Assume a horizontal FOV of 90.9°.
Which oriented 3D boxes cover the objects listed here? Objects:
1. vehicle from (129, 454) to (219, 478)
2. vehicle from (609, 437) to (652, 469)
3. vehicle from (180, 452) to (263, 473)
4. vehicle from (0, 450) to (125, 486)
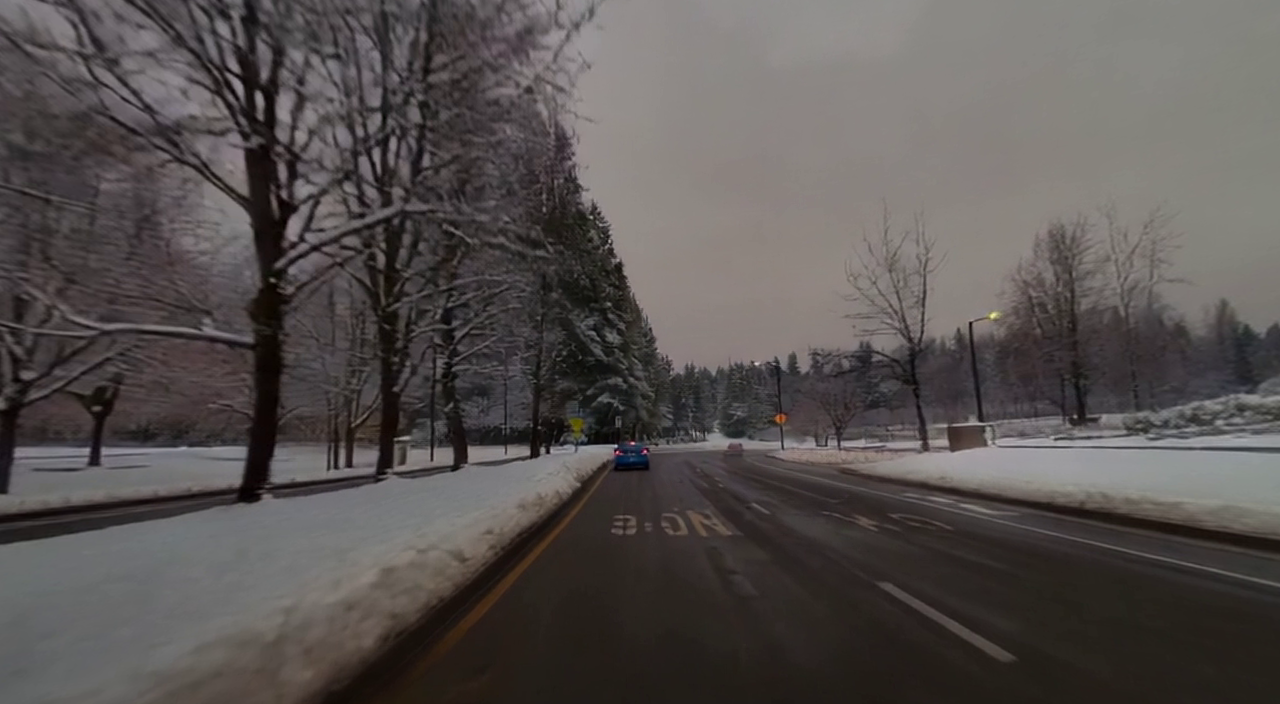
[{"bbox_3d":[-29.957,7.324,40.635,4.309,1.433,1.818,0,-8,-1],"label":"vehicle"},{"bbox_3d":[-0.432,5.251,32.982,1.978,1.499,3.915,-1,-8,4],"label":"vehicle"},{"bbox_3d":[-30.227,7.982,45.610,4.614,1.431,1.926,-1,-8,2],"label":"vehicle"},{"bbox_3d":[-30.313,6.000,32.798,4.923,1.697,2.209,0,-8,-4],"label":"vehicle"}]
